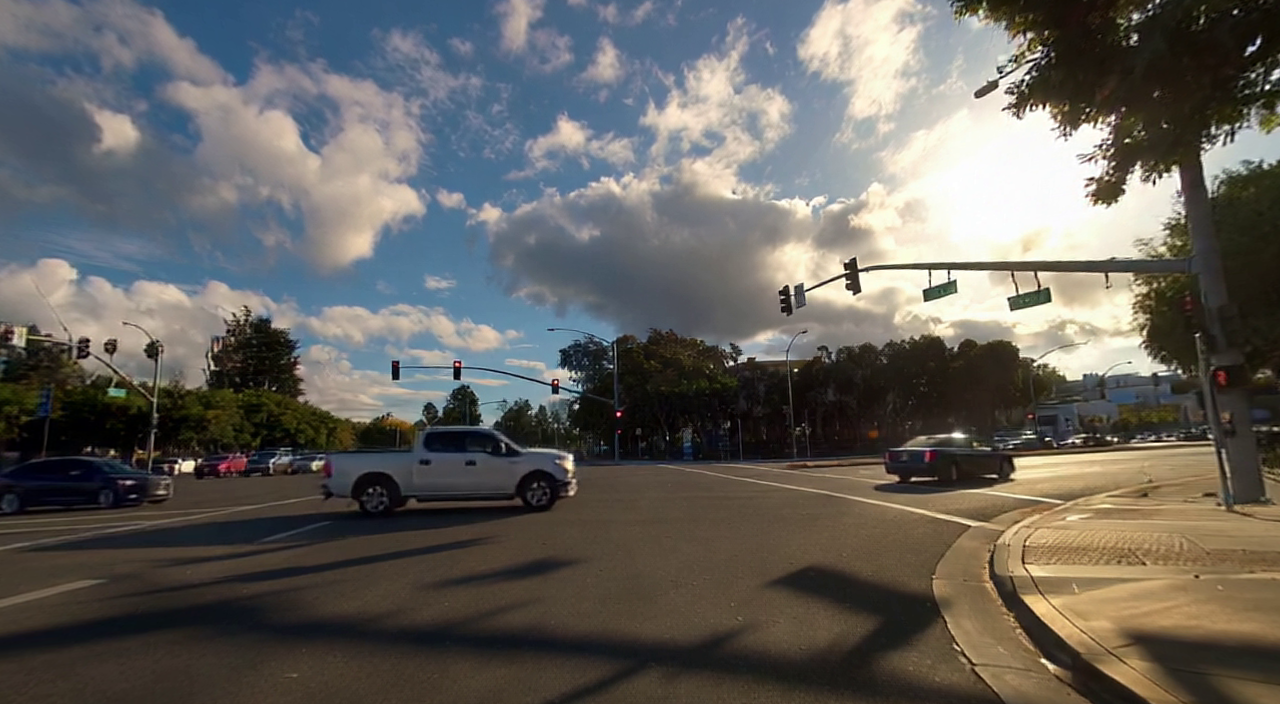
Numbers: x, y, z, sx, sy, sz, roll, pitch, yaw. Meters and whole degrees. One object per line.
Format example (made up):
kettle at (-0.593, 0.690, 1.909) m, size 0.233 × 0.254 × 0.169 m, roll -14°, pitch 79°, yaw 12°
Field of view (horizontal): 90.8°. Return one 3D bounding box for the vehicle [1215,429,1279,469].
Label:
vehicle at (27.303, 4.229, 27.696) m, size 4.281 × 1.621 × 1.903 m, roll 5°, pitch -10°, yaw -33°

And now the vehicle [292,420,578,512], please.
vehicle at (-4.597, 2.639, 14.873) m, size 5.896 × 1.937 × 2.358 m, roll -1°, pitch -9°, yaw 6°

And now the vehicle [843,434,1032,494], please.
vehicle at (8.283, 3.073, 17.641) m, size 4.728 × 1.471 × 1.957 m, roll 3°, pitch -9°, yaw -21°

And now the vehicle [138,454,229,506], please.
vehicle at (-15.256, 4.164, 21.000) m, size 1.999 × 1.468 × 4.702 m, roll 7°, pitch -11°, yaw -39°

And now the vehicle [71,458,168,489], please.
vehicle at (-28.373, 6.617, 34.635) m, size 1.965 × 1.448 × 4.553 m, roll 1°, pitch -9°, yaw -9°

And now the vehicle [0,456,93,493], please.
vehicle at (-31.180, 6.262, 32.642) m, size 2.142 × 1.723 × 4.692 m, roll 1°, pitch -9°, yaw -9°

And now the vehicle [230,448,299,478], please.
vehicle at (-26.317, 7.762, 44.483) m, size 2.213 × 1.956 × 5.254 m, roll 1°, pitch -9°, yaw -8°
